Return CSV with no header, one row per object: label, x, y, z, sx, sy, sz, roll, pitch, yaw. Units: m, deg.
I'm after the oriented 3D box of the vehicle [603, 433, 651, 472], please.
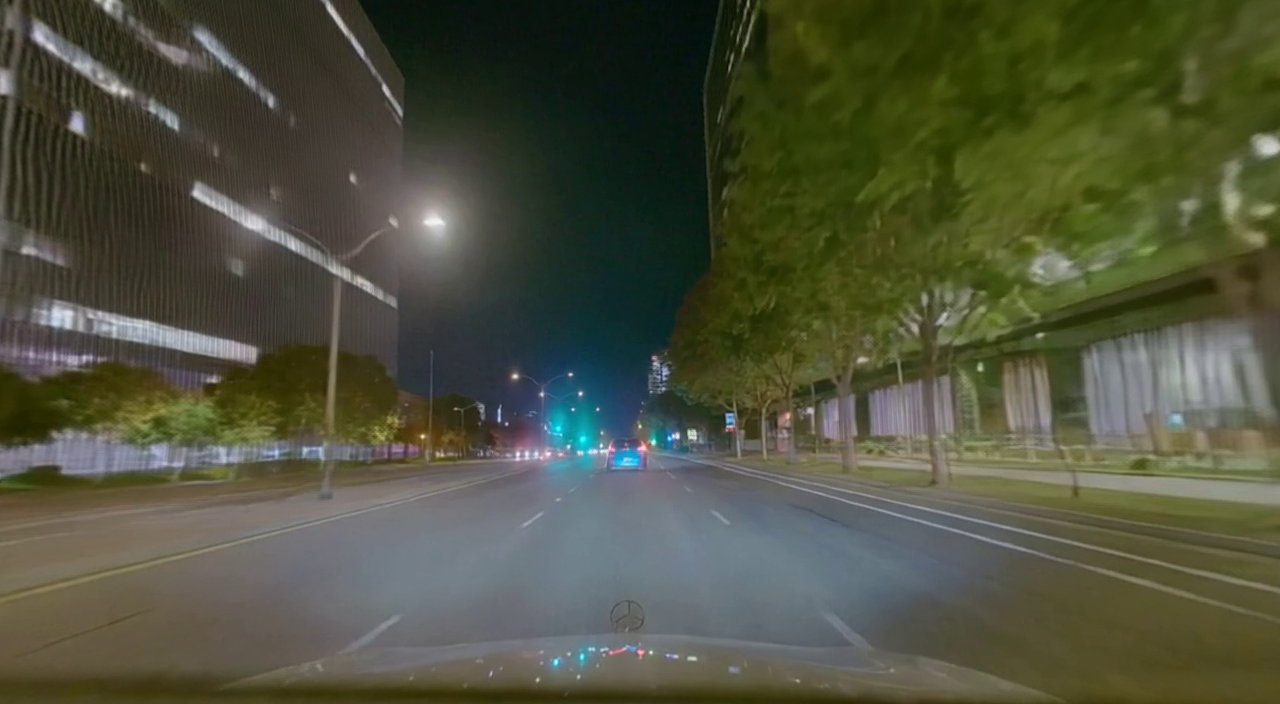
vehicle,-0.637,5.213,32.881,2.313,1.860,4.319,0,-9,-1
